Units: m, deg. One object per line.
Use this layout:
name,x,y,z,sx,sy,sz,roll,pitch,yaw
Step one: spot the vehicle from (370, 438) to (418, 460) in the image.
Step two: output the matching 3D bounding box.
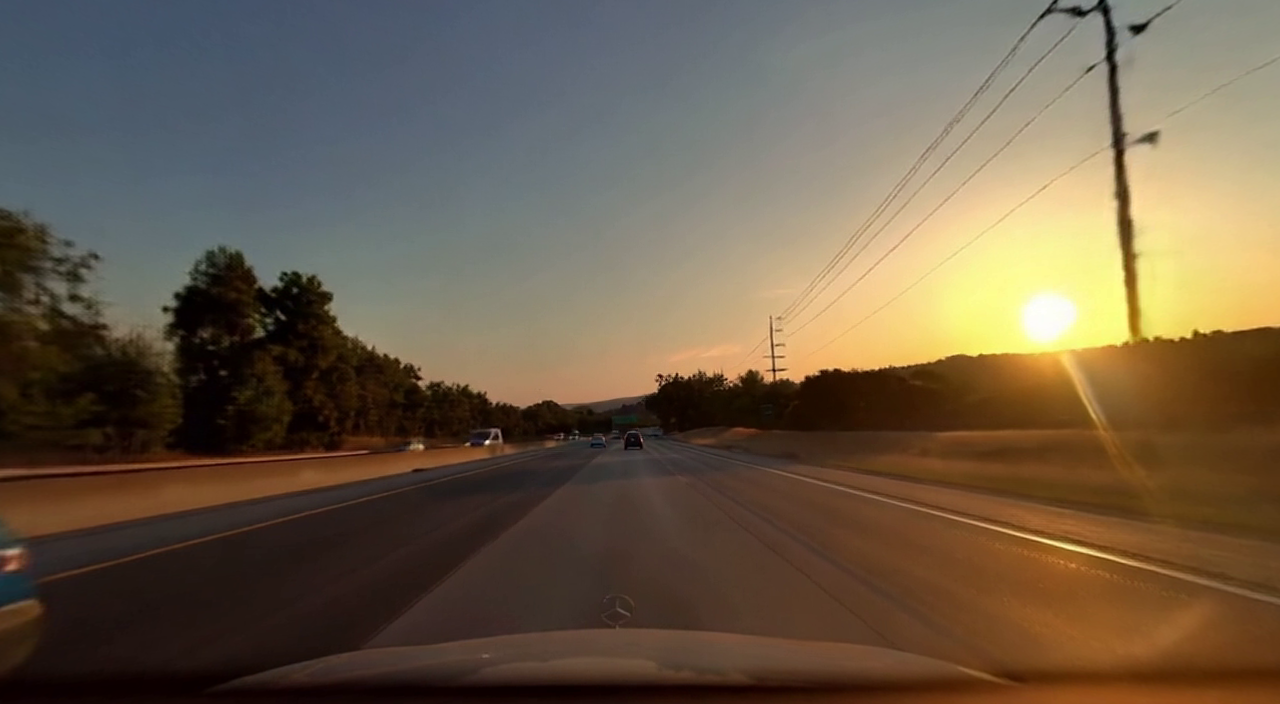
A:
vehicle,-17.657,6.976,45.412,1.827,1.463,3.892,0,-8,0
